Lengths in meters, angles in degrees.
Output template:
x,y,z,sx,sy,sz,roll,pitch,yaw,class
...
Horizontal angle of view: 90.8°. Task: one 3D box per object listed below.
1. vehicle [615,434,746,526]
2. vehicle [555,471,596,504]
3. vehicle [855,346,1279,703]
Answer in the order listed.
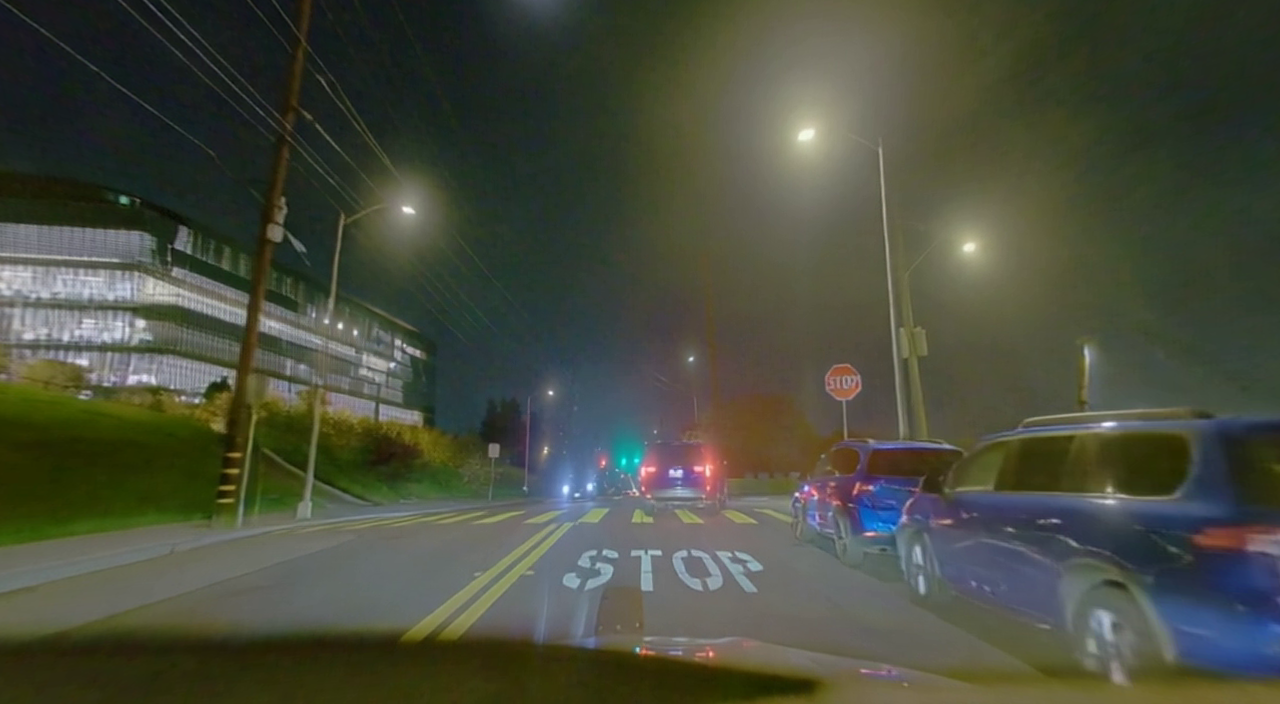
x,y,z,sx,sy,sz,roll,pitch,yaw,class
1.178,2.909,15.108,2.214,1.789,4.872,-2,-9,14,vehicle
-3.575,7.573,35.605,1.911,1.563,4.057,0,-8,0,vehicle
3.267,1.117,4.085,2.039,1.731,4.428,0,-8,-2,vehicle
